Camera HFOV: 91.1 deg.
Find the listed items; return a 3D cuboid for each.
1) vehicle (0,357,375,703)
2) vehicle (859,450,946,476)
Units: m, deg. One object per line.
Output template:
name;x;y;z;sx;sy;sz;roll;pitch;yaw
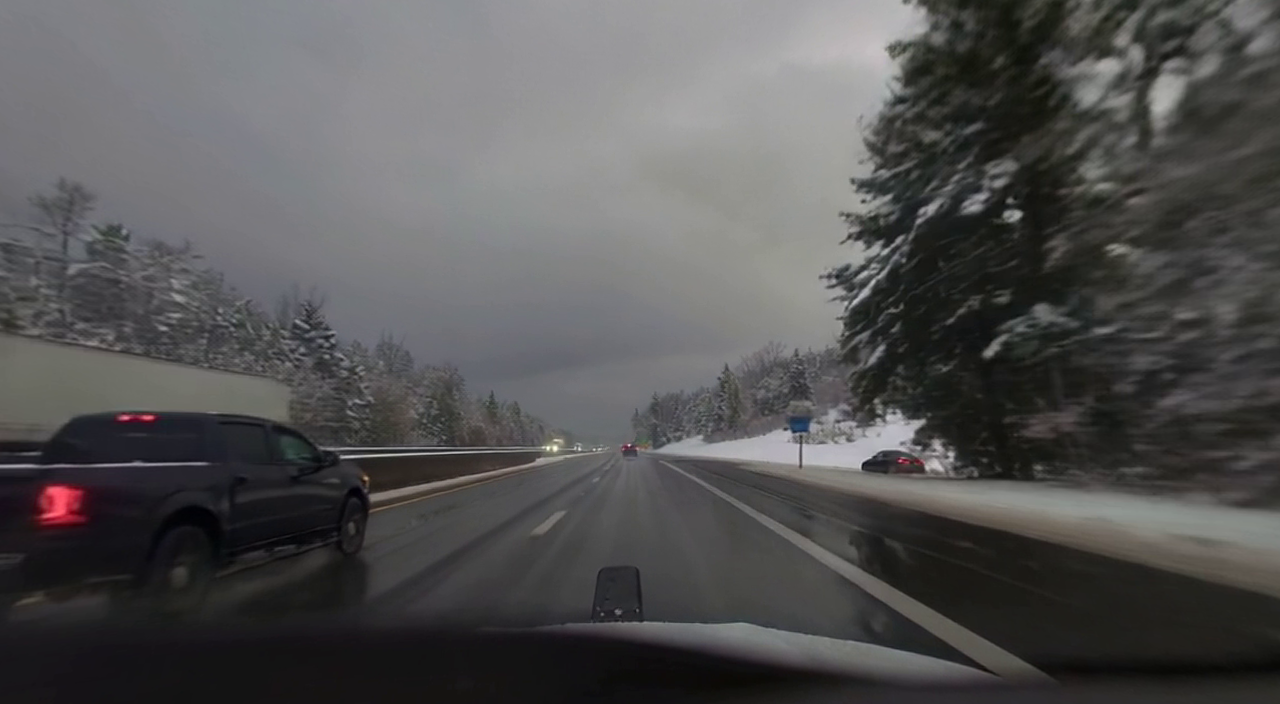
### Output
vehicle;-3.912;1.155;4.468;2.111;1.717;4.426;0;-9;0
vehicle;16.907;7.164;40.710;2.117;1.558;4.736;6;-11;-35
